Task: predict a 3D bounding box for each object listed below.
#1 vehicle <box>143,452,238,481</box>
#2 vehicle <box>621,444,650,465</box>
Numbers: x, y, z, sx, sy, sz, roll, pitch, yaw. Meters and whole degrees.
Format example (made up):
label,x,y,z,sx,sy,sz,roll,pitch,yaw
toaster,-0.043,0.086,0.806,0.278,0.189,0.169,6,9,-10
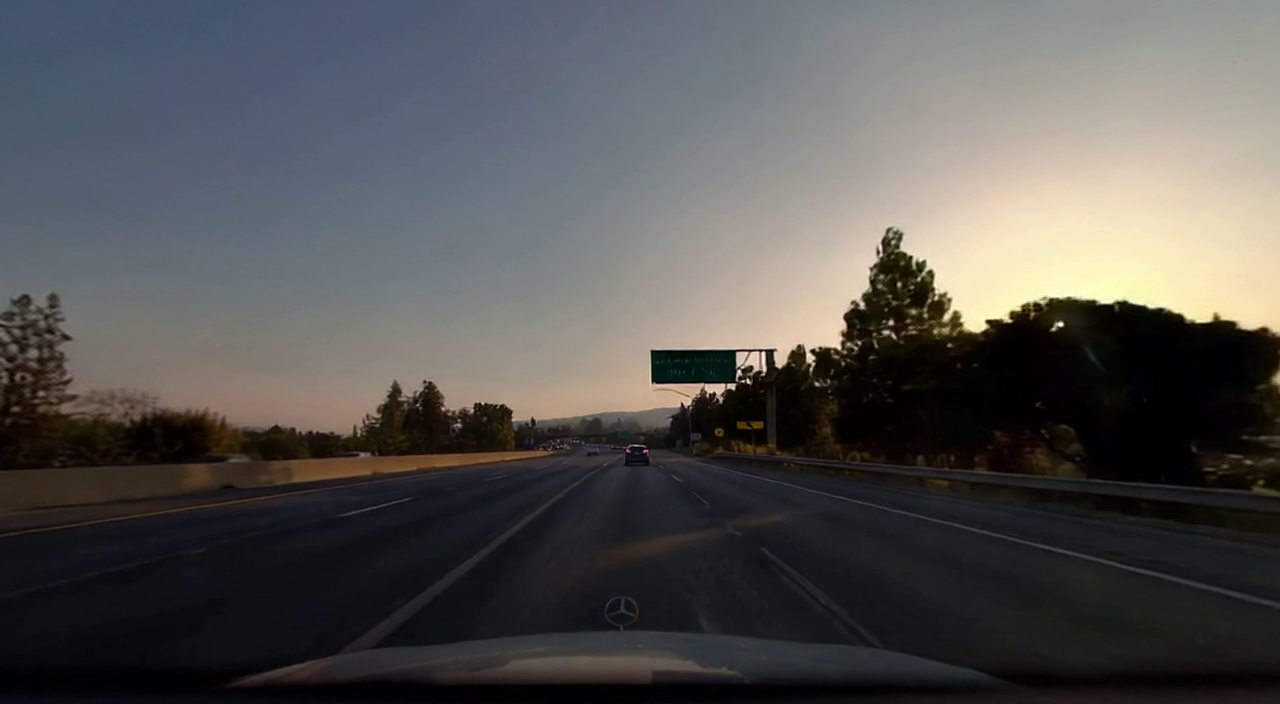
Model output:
label,x,y,z,sx,sy,sz,roll,pitch,yaw
vehicle,-25.832,6.556,36.555,1.939,1.501,4.767,0,-9,0
vehicle,-0.365,7.506,46.381,2.025,1.460,4.189,0,-9,-1
